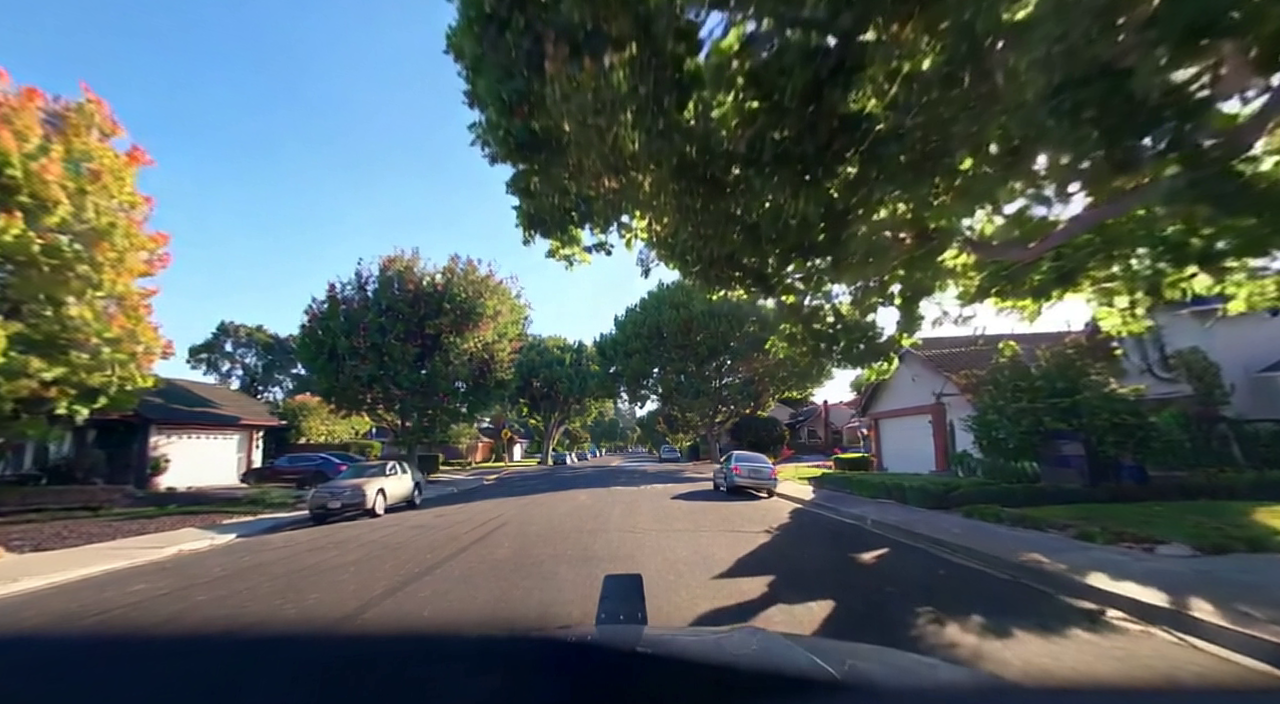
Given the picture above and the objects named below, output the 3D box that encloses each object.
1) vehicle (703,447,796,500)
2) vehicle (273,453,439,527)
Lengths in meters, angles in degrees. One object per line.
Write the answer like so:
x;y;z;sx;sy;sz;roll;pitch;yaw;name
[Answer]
3.279;3.723;19.838;1.986;1.476;4.306;0;-9;-2;vehicle
-6.650;3.235;15.462;2.035;1.480;4.508;0;-9;-1;vehicle
